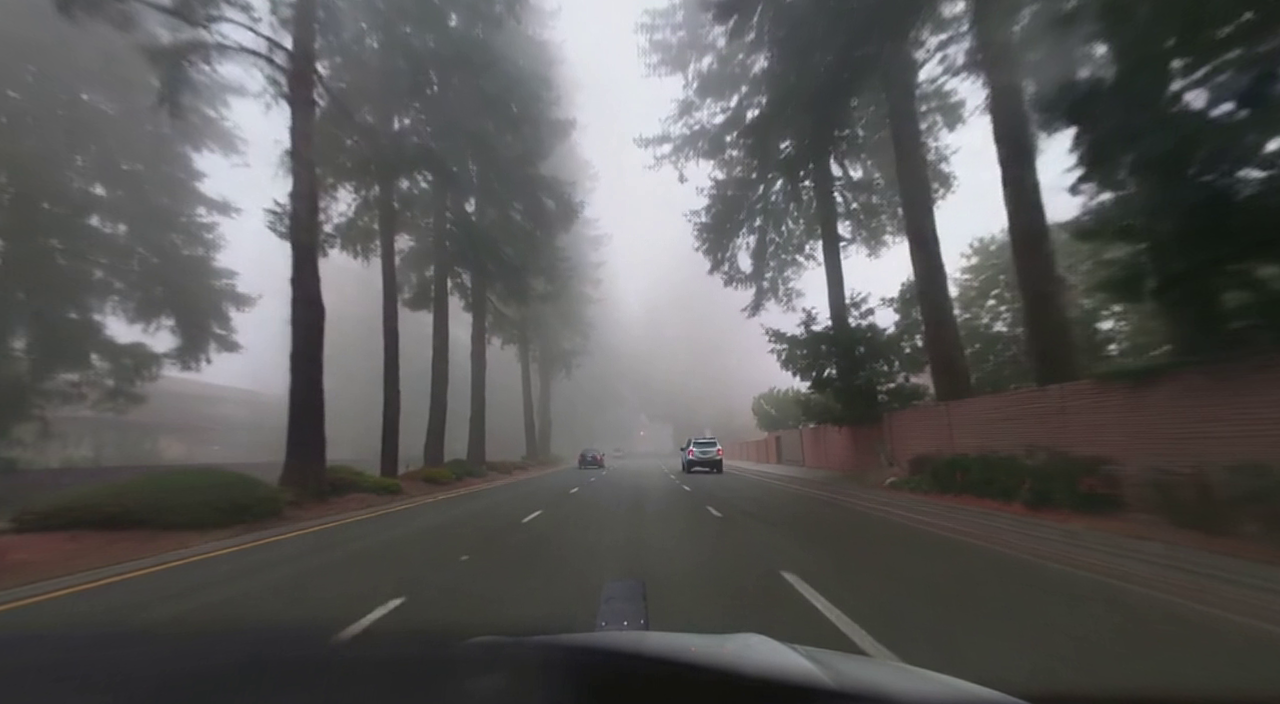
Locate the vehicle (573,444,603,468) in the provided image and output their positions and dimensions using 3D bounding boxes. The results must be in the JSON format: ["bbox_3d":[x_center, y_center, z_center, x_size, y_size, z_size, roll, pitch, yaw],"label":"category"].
[{"bbox_3d":[-3.992,8.153,49.489,2.002,1.747,4.728,0,-8,-1],"label":"vehicle"}]

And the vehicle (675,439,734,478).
[{"bbox_3d":[3.003,5.129,30.595,2.321,1.695,5.037,0,-8,0],"label":"vehicle"}]
